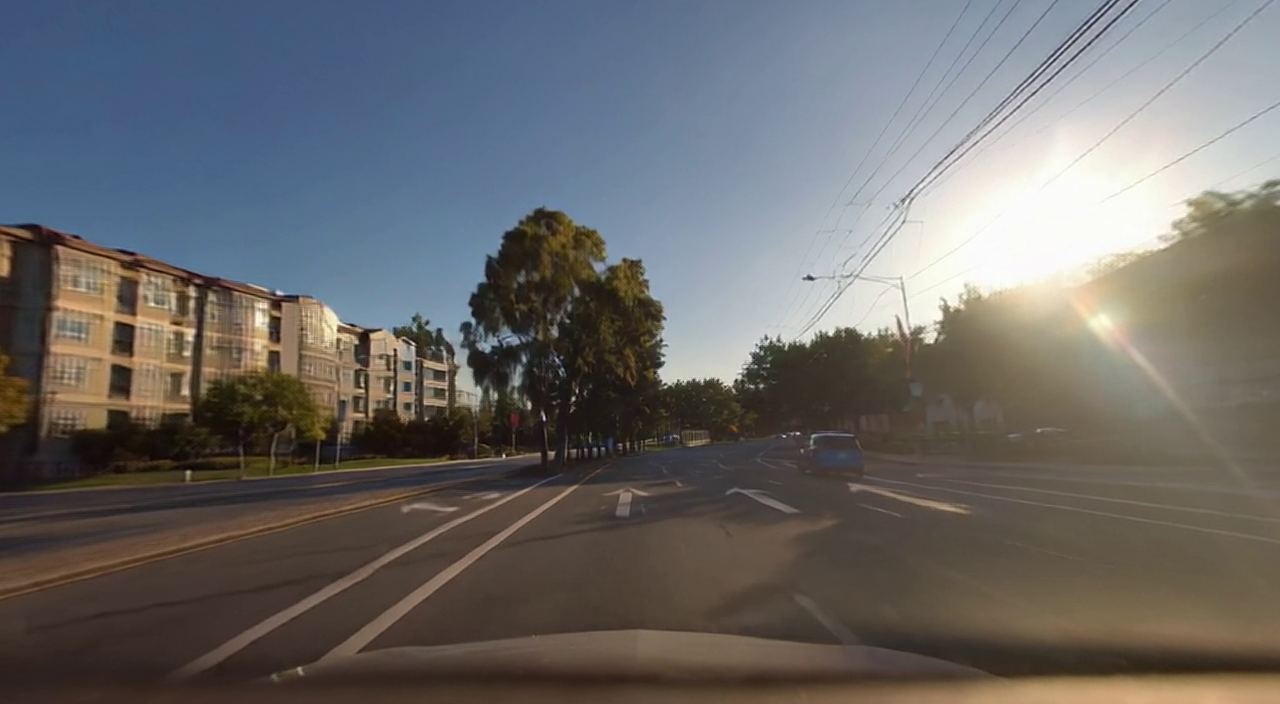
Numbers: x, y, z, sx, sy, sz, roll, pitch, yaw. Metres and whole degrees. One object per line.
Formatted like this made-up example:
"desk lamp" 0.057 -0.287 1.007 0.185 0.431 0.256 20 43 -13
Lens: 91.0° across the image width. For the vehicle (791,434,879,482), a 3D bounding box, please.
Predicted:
"vehicle" 6.590 3.634 21.747 1.908 1.476 3.880 0 -9 2
